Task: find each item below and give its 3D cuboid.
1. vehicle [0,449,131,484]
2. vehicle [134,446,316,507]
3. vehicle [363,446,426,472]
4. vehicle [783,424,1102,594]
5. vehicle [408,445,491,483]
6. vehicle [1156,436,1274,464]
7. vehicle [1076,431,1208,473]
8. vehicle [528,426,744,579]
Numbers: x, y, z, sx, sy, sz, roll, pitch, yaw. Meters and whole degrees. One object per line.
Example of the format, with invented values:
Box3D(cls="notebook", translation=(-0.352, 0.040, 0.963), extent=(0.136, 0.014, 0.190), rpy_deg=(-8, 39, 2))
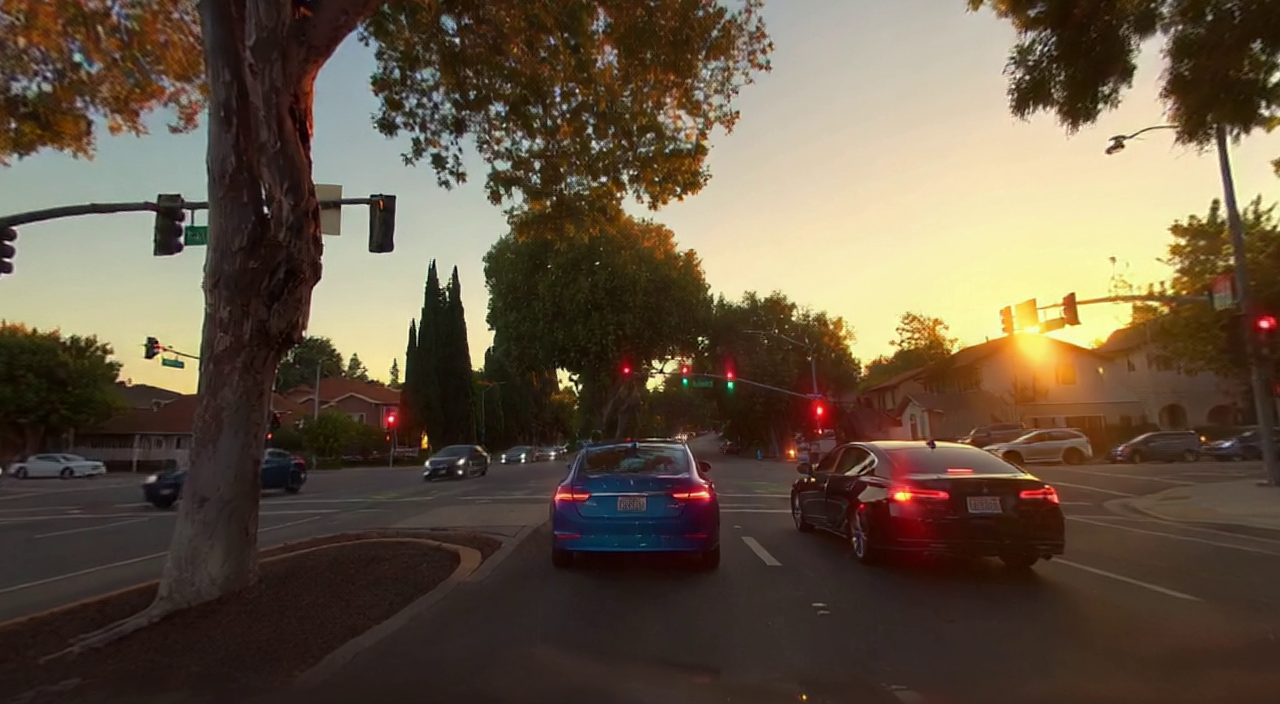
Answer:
Box3D(cls="vehicle", translation=(-28.151, 5.602, 31.064), extent=(4.538, 1.591, 1.949), rpy_deg=(0, -8, 1))
Box3D(cls="vehicle", translation=(-11.361, 3.388, 17.775), extent=(2.125, 1.476, 4.385), rpy_deg=(0, -8, 0))
Box3D(cls="vehicle", translation=(-17.090, 7.456, 44.279), extent=(1.893, 1.658, 4.474), rpy_deg=(-2, -9, 12))
Box3D(cls="vehicle", translation=(3.183, 1.716, 7.781), extent=(1.913, 1.505, 4.097), rpy_deg=(0, -8, 0))
Box3D(cls="vehicle", translation=(-7.563, 4.482, 25.575), extent=(2.040, 1.374, 4.150), rpy_deg=(0, -8, 1))
Box3D(cls="vehicle", translation=(30.563, 5.222, 33.659), extent=(4.489, 1.432, 1.790), rpy_deg=(0, -9, 0))
Box3D(cls="vehicle", translation=(24.000, 4.784, 30.327), extent=(4.520, 1.762, 2.005), rpy_deg=(-2, -8, -1))
Box3D(cls="vehicle", translation=(-0.053, 1.778, 8.272), extent=(2.103, 1.478, 4.073), rpy_deg=(0, -8, 0))
